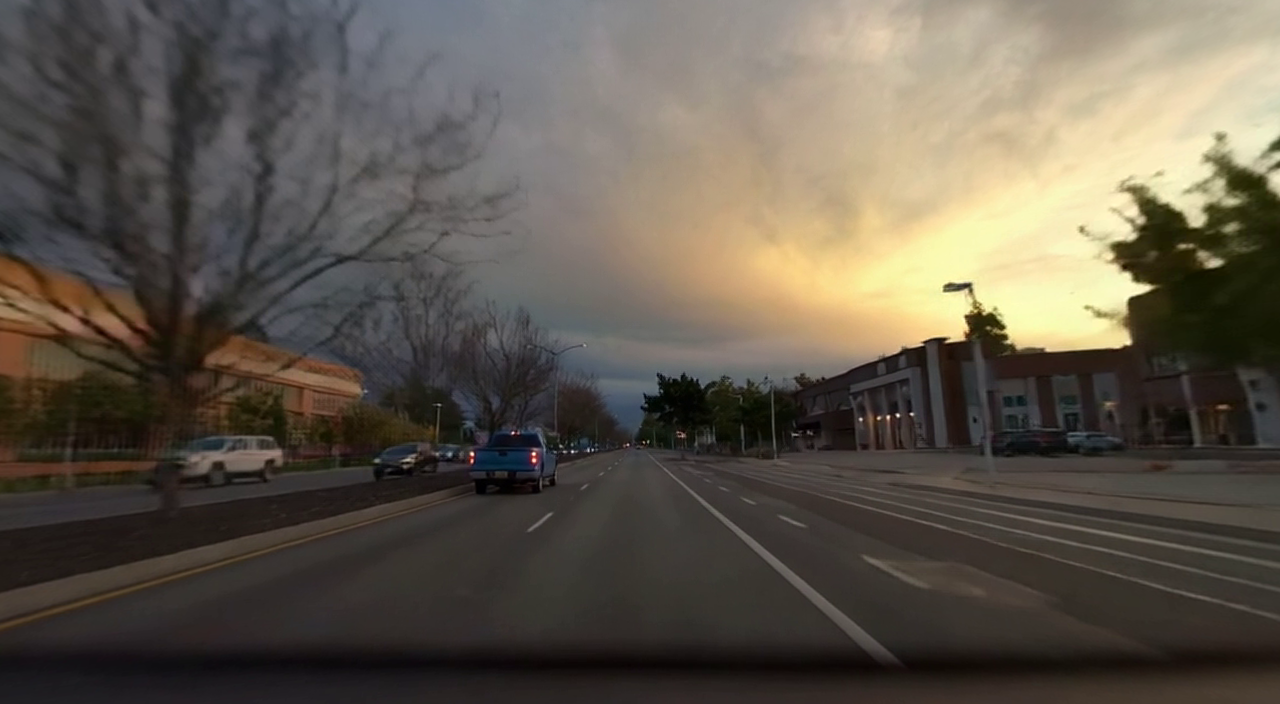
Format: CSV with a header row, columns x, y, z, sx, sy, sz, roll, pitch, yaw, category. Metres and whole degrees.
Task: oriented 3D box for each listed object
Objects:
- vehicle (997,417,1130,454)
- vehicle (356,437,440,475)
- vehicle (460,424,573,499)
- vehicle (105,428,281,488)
x,y,z,sx,sy,sz,roll,pitch,yaw,category
26.055,5.184,38.886,6.324,1.986,2.478,-2,-9,0,vehicle
-11.457,4.948,30.199,1.988,1.687,5.001,0,-8,0,vehicle
-3.262,3.036,17.866,2.065,1.790,5.417,0,-8,1,vehicle
-16.448,3.924,23.720,2.226,1.947,5.670,-1,-8,4,vehicle
